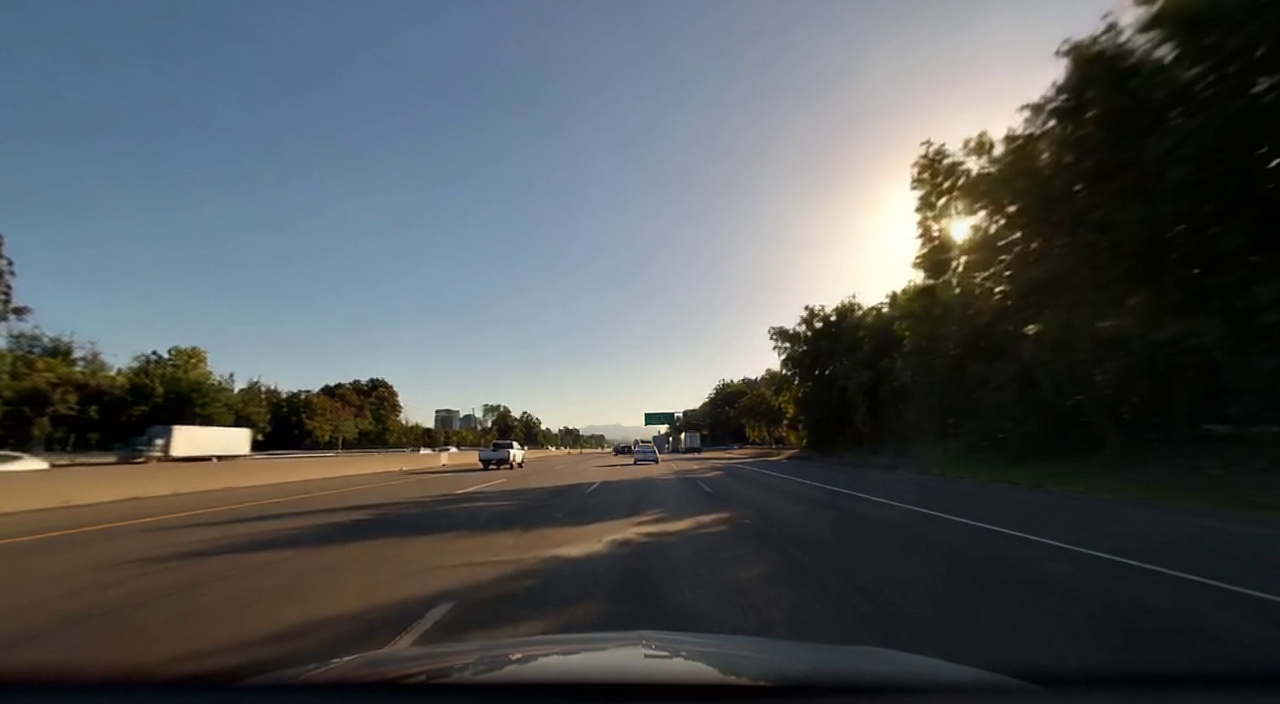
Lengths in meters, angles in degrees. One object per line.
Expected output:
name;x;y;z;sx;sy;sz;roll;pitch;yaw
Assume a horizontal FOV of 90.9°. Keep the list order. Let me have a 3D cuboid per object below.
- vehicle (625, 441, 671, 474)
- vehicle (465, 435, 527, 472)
vehicle;0.344;5.170;31.204;2.112;1.482;4.082;0;-8;0
vehicle;-7.455;5.316;33.115;2.093;1.789;4.399;0;-8;1
